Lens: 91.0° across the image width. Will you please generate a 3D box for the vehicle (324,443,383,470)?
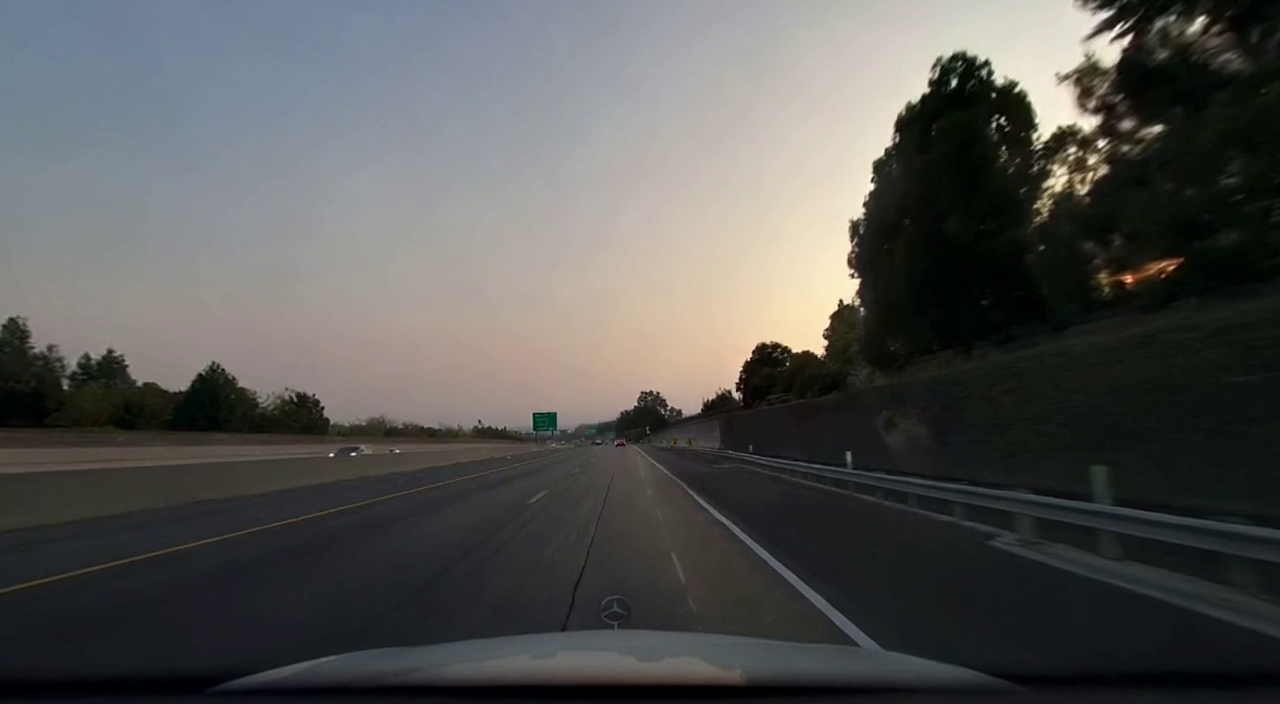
[{"bbox_3d":[-18.356,6.692,40.550,1.950,1.558,4.121,0,-8,-1],"label":"vehicle"}]
